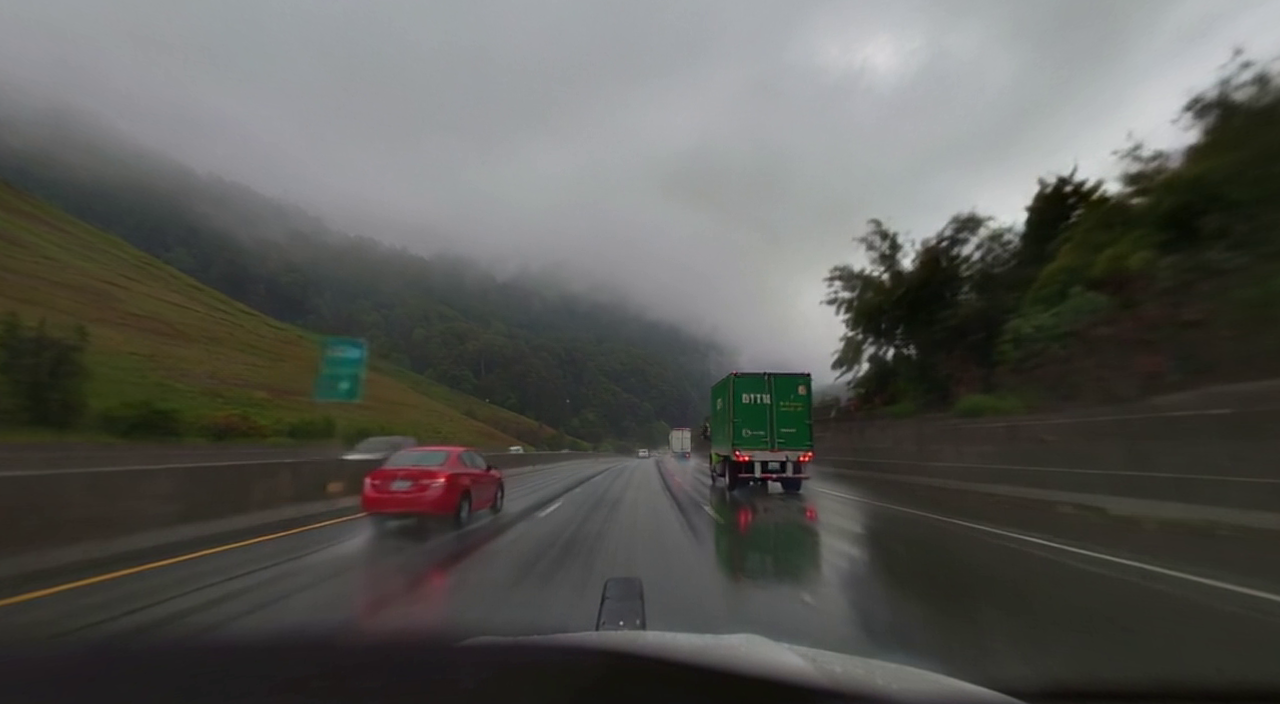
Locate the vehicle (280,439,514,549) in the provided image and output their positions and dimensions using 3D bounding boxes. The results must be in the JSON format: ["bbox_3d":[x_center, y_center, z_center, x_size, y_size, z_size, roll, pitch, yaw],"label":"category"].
[{"bbox_3d":[-3.873,2.369,11.357,2.060,1.475,5.314,0,-9,1],"label":"vehicle"}]

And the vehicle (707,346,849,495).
[{"bbox_3d":[4.038,2.302,20.214,2.999,4.023,6.337,0,-9,-1],"label":"vehicle"}]
